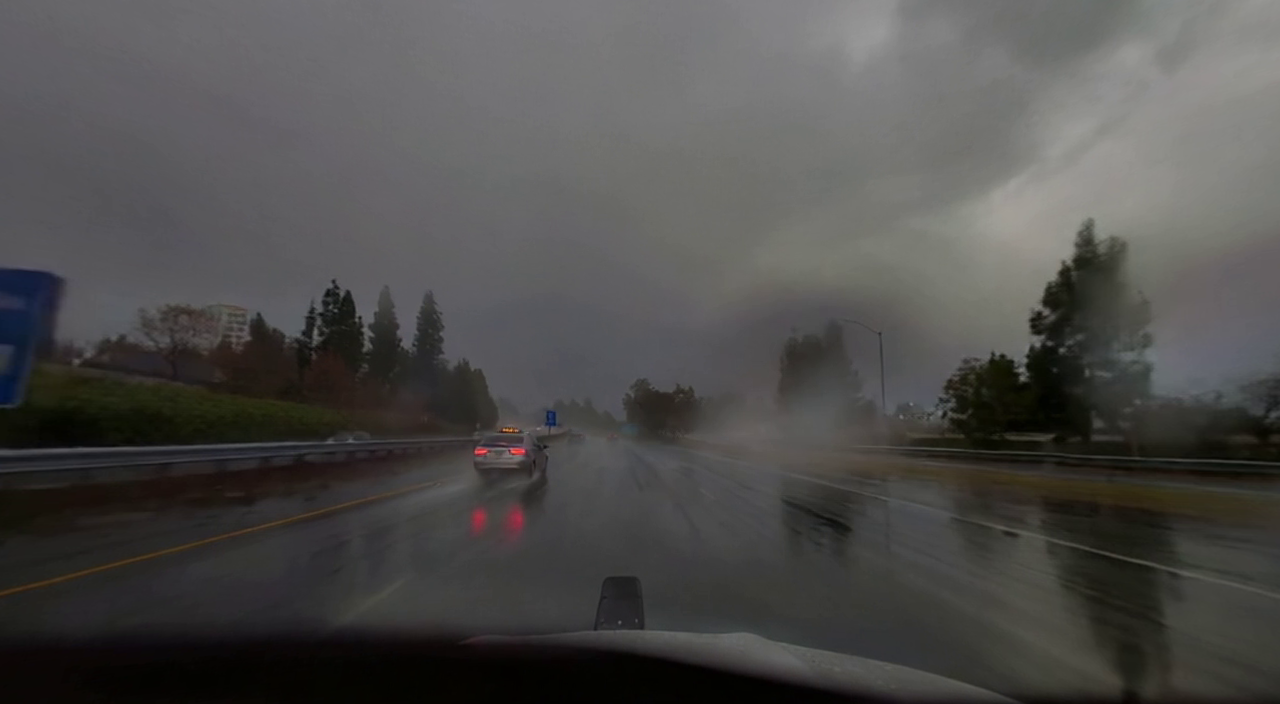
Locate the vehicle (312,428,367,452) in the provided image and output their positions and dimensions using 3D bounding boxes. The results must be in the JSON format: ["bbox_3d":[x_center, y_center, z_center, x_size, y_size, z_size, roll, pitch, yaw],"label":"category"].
[{"bbox_3d":[-20.565,6.036,43.385,1.885,1.527,4.124,0,-8,-2],"label":"vehicle"}]

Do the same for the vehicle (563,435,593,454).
[{"bbox_3d":[-4.460,6.698,45.783,1.874,1.369,3.875,0,-8,-1],"label":"vehicle"}]

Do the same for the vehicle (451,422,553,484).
[{"bbox_3d":[-3.944,2.961,18.848,2.047,1.612,4.631,0,-8,-1],"label":"vehicle"}]
